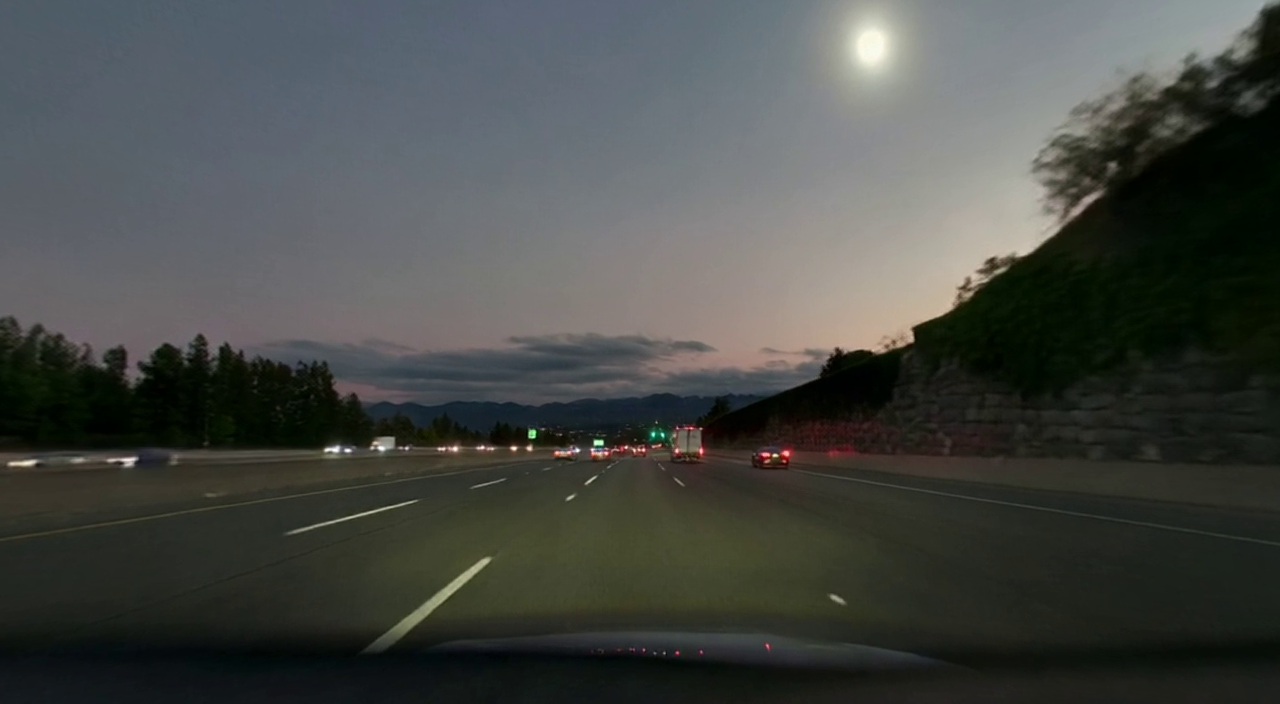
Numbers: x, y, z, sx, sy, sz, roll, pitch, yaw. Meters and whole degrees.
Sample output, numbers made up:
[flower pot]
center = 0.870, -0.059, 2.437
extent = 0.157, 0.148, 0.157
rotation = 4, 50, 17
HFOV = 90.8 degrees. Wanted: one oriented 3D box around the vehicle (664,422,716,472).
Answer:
[vehicle]
center = 3.398, 6.795, 44.951
extent = 2.795, 3.187, 7.205
rotation = 0, -9, -3
